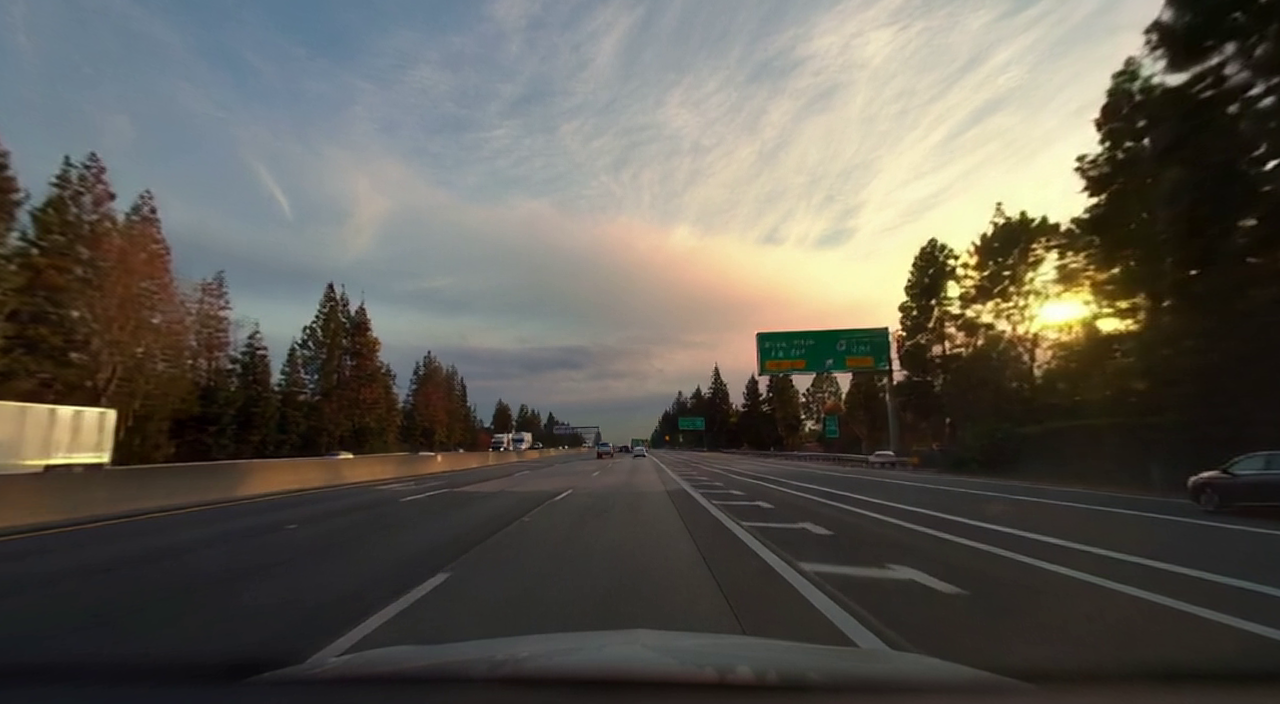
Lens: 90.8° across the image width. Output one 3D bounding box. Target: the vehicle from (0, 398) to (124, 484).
[{"bbox_3d":[-29.744,4.300,30.277,2.850,3.745,8.468,0,-9,-2],"label":"vehicle"}]
